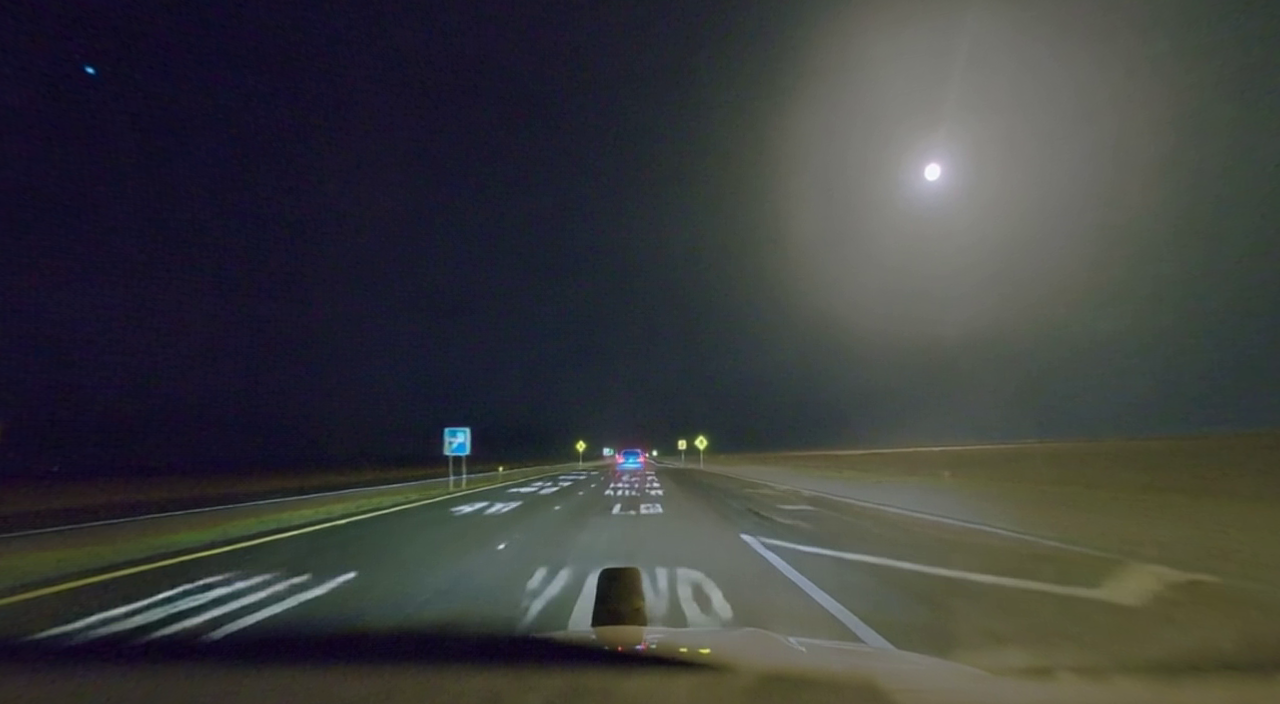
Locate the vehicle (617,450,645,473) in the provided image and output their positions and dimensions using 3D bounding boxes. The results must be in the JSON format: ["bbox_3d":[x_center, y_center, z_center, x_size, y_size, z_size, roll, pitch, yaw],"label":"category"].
[{"bbox_3d":[-0.667,8.505,49.180,2.053,1.647,4.252,0,-9,1],"label":"vehicle"}]
